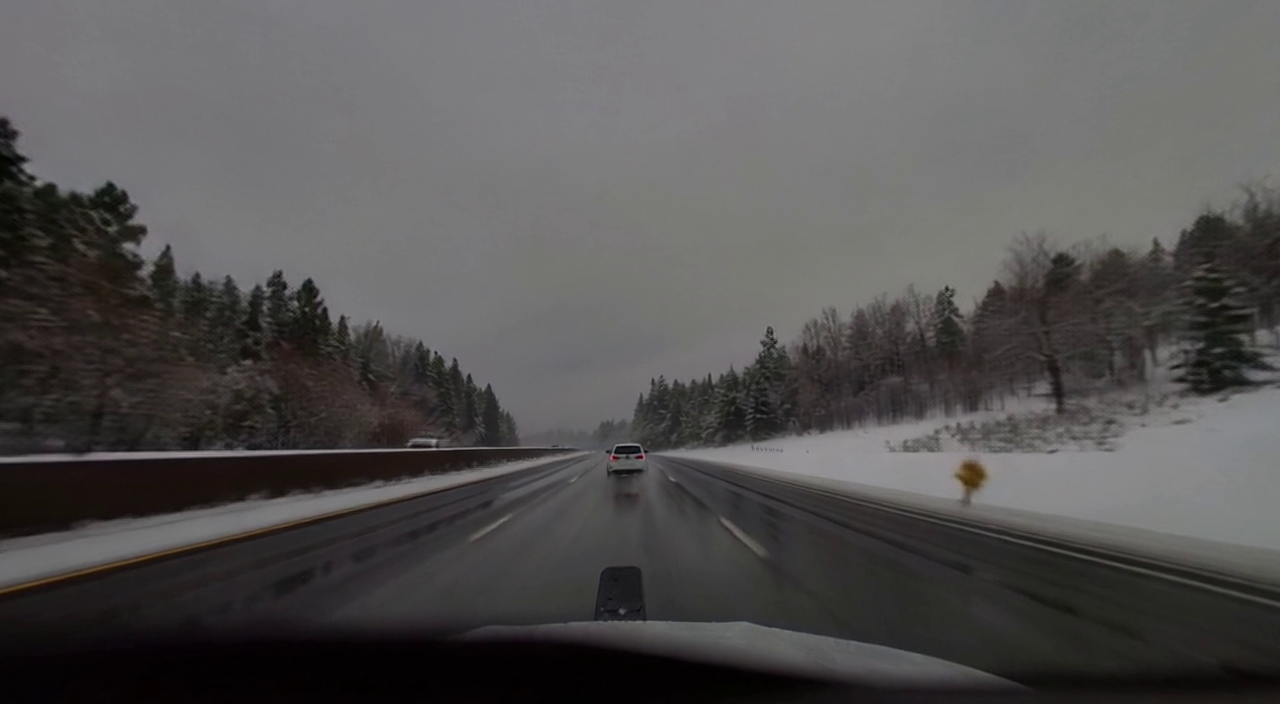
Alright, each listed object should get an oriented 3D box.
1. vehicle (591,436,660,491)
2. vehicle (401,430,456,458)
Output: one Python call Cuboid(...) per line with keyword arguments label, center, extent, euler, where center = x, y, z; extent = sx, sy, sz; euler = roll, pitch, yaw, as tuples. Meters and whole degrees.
Cuboid(label="vehicle", center=(-0.461, 3.529, 20.303), extent=(2.011, 1.590, 3.607), euler=(0, -9, -1))
Cuboid(label="vehicle", center=(-14.030, 6.152, 42.127), extent=(2.090, 1.762, 4.769), euler=(0, -9, -1))
